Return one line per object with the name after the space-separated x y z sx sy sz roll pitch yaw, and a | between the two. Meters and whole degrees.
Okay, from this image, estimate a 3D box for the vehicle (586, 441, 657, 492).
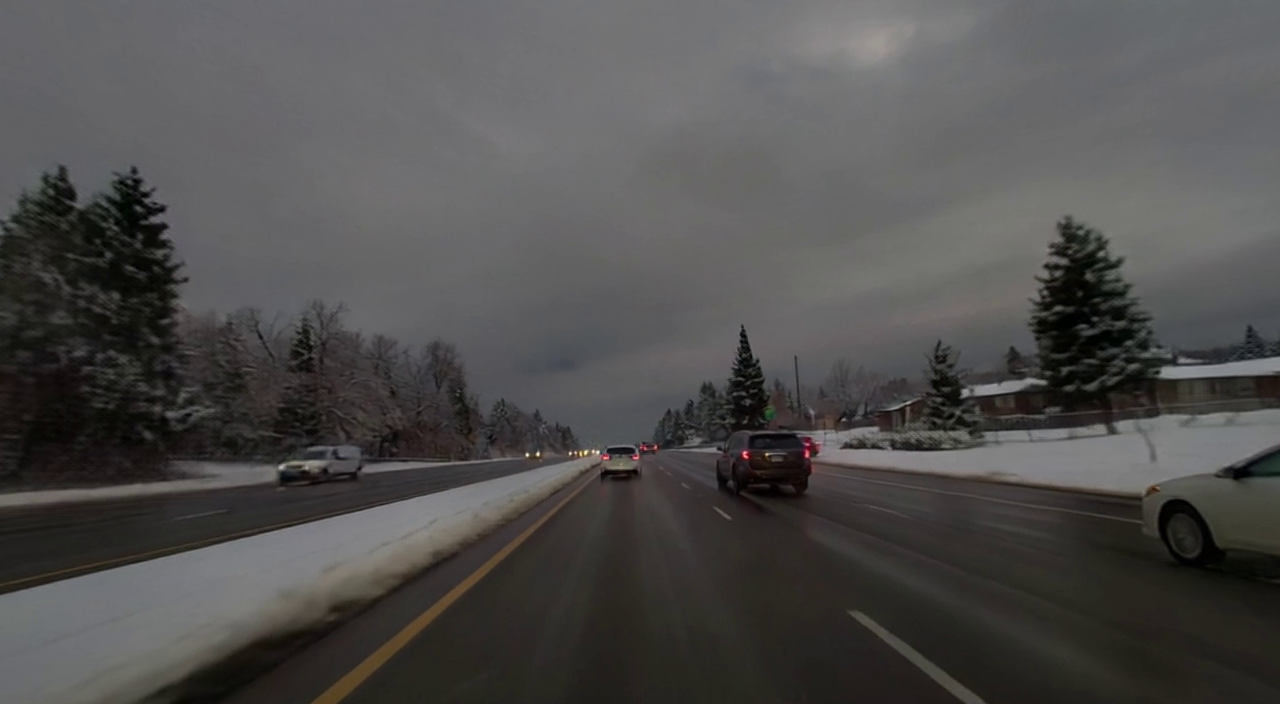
-0.553 3.606 20.266 2.040 1.451 3.736 0 -8 0 | vehicle

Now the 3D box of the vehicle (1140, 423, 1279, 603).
6.505 1.177 4.219 2.434 1.467 4.726 0 -8 -1 | vehicle

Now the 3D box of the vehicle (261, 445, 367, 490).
-14.533 5.139 28.582 2.178 1.793 4.921 0 -8 0 | vehicle

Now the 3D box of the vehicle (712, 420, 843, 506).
3.266 2.765 16.149 2.186 1.842 4.553 0 -8 -2 | vehicle
